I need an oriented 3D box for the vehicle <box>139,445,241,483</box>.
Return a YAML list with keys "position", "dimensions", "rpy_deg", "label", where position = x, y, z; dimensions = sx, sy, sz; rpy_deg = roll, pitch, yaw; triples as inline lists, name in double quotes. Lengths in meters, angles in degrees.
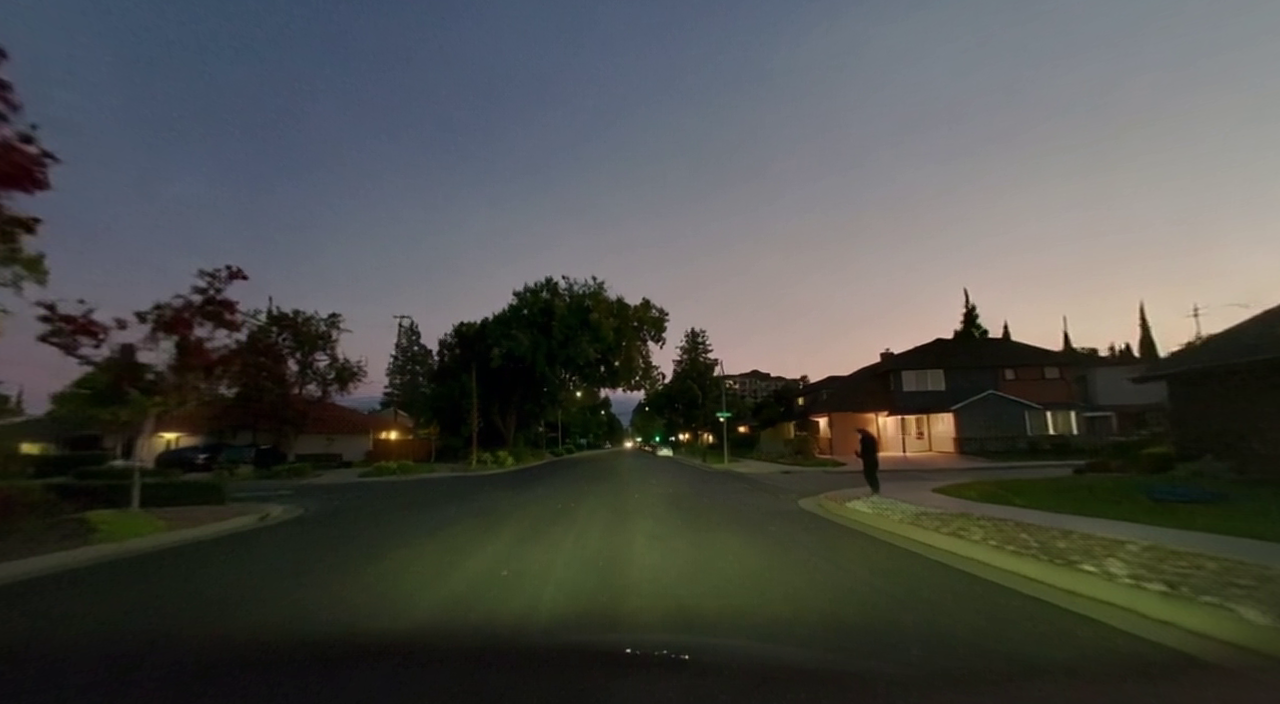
- position: [-24.990, 6.215, 35.348]
  dimensions: [2.004, 1.856, 4.934]
  rpy_deg: [-4, -9, 2]
  label: "vehicle"
